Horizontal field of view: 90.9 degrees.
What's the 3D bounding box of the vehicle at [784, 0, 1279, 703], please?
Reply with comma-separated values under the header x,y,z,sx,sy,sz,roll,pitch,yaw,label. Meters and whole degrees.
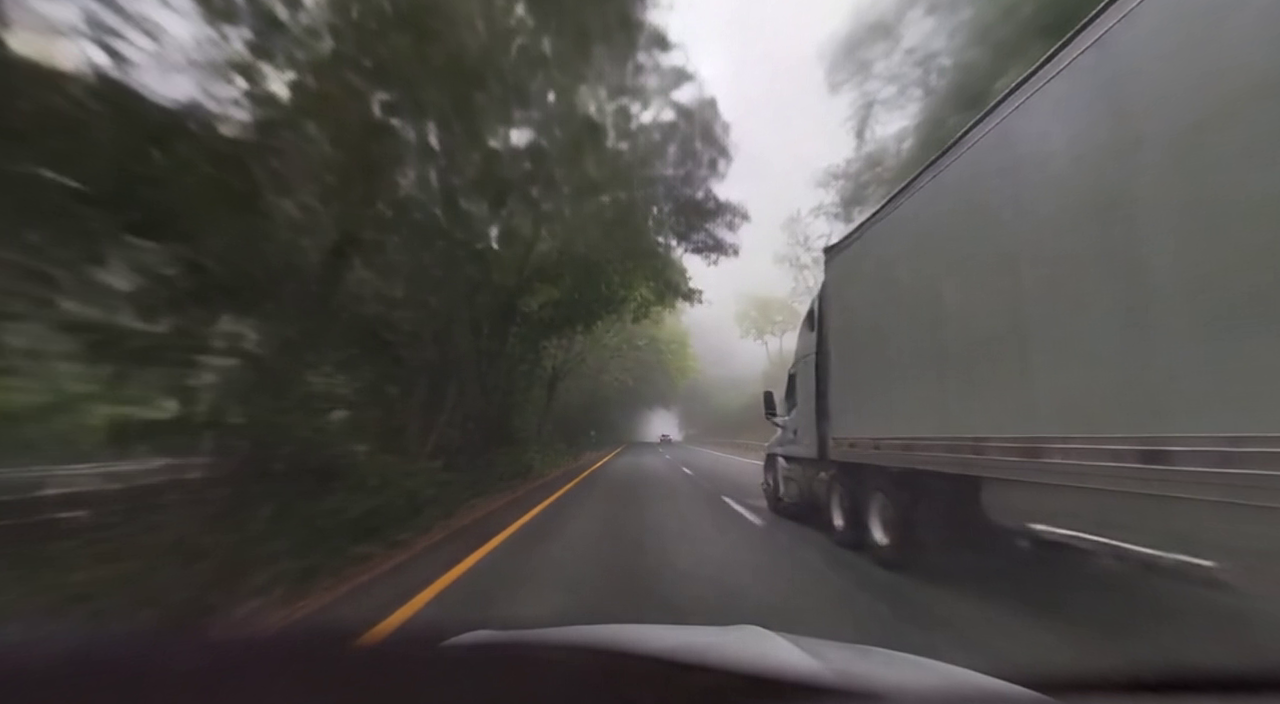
x,y,z,sx,sy,sz,roll,pitch,yaw,label
4.368,-0.077,4.610,2.951,4.007,13.976,0,-7,-2,vehicle
